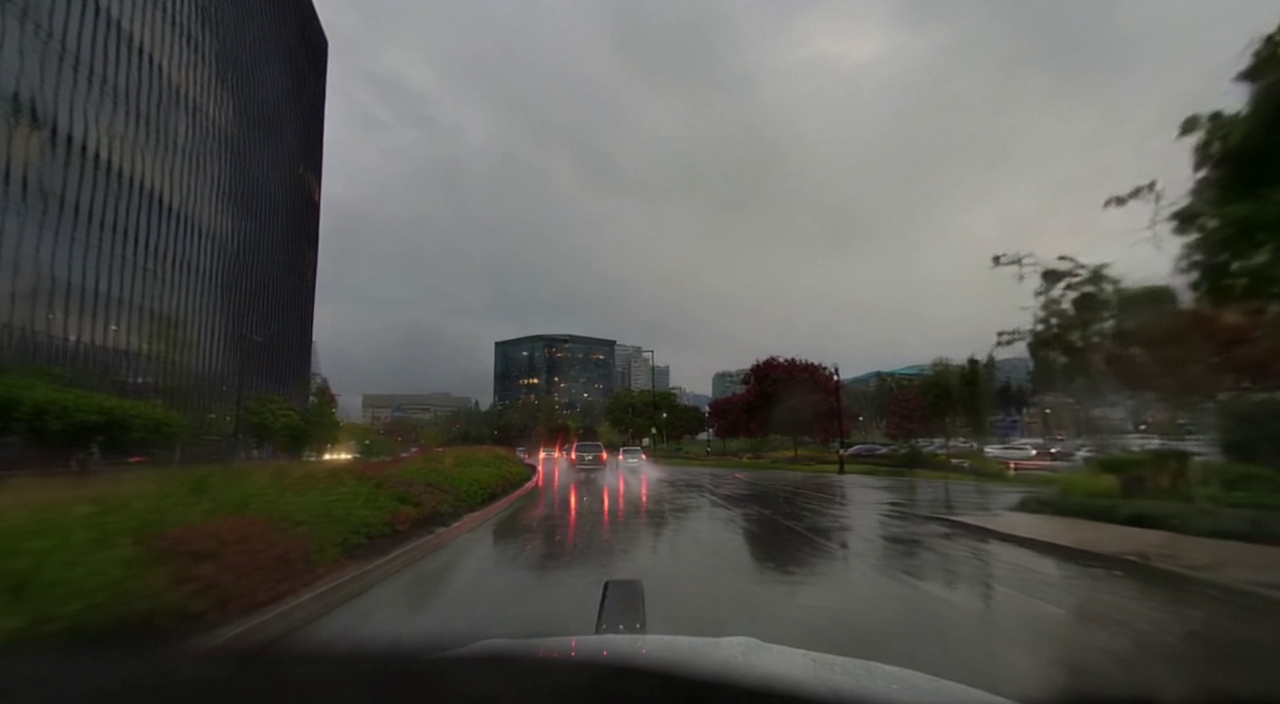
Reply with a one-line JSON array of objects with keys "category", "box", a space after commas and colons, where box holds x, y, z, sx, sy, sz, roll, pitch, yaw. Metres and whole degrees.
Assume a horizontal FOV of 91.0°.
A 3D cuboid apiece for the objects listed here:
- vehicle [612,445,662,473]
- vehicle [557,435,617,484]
[{"category": "vehicle", "box": [-0.258, 6.123, 36.157, 2.116, 1.506, 4.355, 2, -9, -10]}, {"category": "vehicle", "box": [-2.200, 4.292, 25.329, 2.173, 1.761, 4.374, 1, -9, -7]}]
